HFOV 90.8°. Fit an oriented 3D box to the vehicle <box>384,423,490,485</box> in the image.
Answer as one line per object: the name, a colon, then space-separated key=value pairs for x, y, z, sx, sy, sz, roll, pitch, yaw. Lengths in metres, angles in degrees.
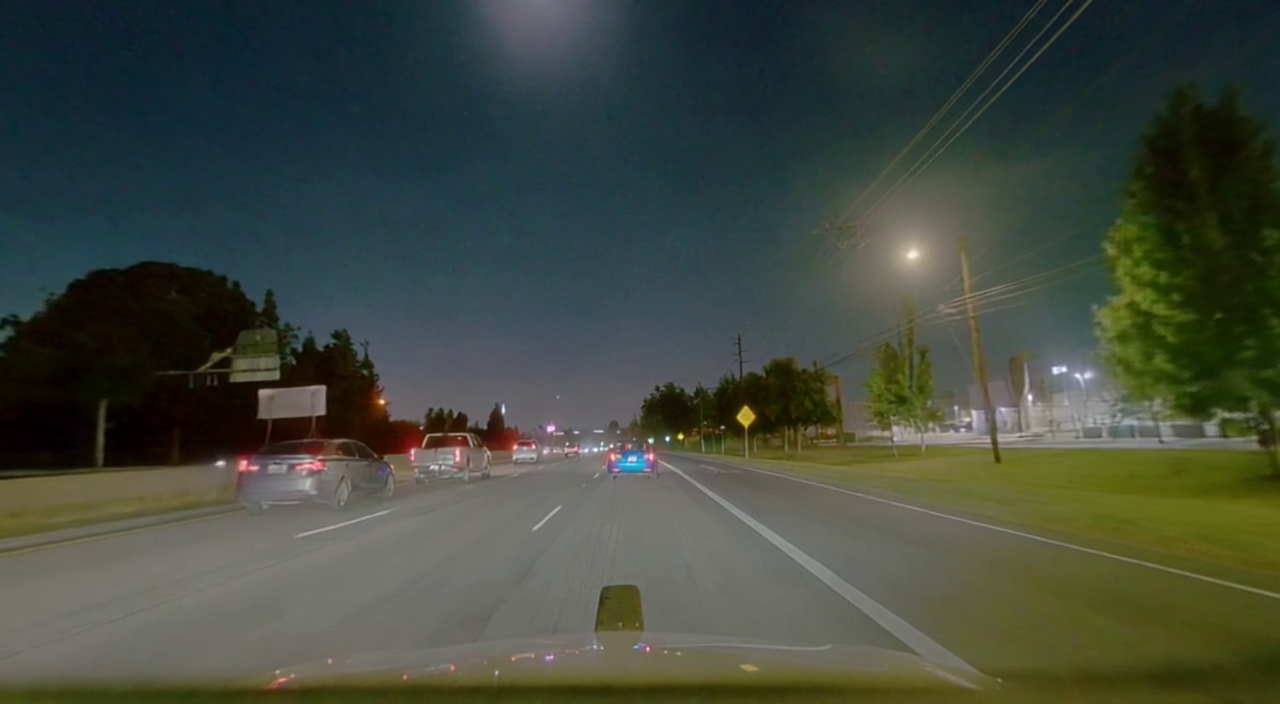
vehicle: x=-6.950 y=3.560 z=22.320 sx=2.144 sy=1.905 sz=4.967 roll=0 pitch=-8 yaw=0

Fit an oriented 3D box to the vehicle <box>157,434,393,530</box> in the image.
vehicle: x=-6.660 y=2.384 z=12.283 sx=1.900 sy=1.483 sz=4.547 roll=0 pitch=-8 yaw=-1

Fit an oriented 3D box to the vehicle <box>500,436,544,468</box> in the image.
vehicle: x=-6.984 y=5.942 z=37.643 sx=1.914 sy=1.756 sz=4.179 roll=0 pitch=-8 yaw=-2

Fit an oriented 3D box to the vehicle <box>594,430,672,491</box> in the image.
vehicle: x=-0.205 y=3.296 z=19.562 sx=2.140 sy=1.653 sz=4.108 roll=0 pitch=-8 yaw=0
